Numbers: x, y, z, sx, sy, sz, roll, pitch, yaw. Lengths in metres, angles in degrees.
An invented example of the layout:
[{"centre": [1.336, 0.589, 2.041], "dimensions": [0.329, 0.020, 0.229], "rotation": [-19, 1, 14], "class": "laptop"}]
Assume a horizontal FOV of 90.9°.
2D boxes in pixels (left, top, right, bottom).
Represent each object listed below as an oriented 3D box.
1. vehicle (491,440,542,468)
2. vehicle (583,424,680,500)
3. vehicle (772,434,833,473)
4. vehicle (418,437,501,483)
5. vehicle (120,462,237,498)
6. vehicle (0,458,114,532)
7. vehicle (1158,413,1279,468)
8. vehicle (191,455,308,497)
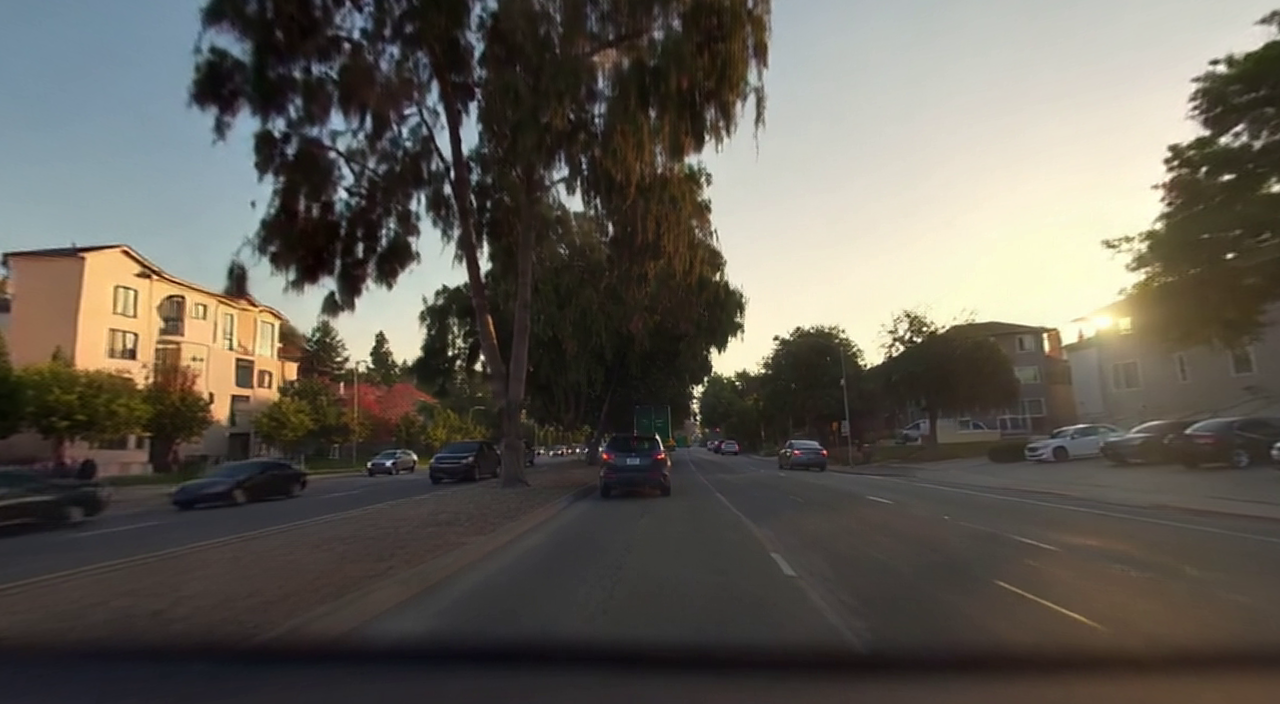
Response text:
[{"centre": [-9.154, 7.630, 47.371], "dimensions": [2.238, 1.906, 6.264], "rotation": [-1, -8, 3], "class": "vehicle"}, {"centre": [-0.081, 2.980, 17.438], "dimensions": [2.332, 1.798, 4.546], "rotation": [-1, -8, 3], "class": "vehicle"}, {"centre": [7.839, 4.942, 30.835], "dimensions": [1.971, 1.722, 4.341], "rotation": [0, -8, 2], "class": "vehicle"}, {"centre": [-7.627, 4.598, 27.163], "dimensions": [2.119, 1.778, 4.760], "rotation": [0, -8, 0], "class": "vehicle"}, {"centre": [-22.670, 6.255, 31.235], "dimensions": [1.874, 1.485, 4.587], "rotation": [-2, -8, 9], "class": "vehicle"}, {"centre": [-13.828, 3.051, 13.200], "dimensions": [1.806, 1.417, 4.405], "rotation": [-4, -8, 2], "class": "vehicle"}, {"centre": [18.998, 2.754, 19.621], "dimensions": [3.799, 1.594, 2.145], "rotation": [0, -8, 1], "class": "vehicle"}, {"centre": [-16.740, 5.317, 27.347], "dimensions": [2.010, 1.510, 4.532], "rotation": [-2, -8, 3], "class": "vehicle"}]
